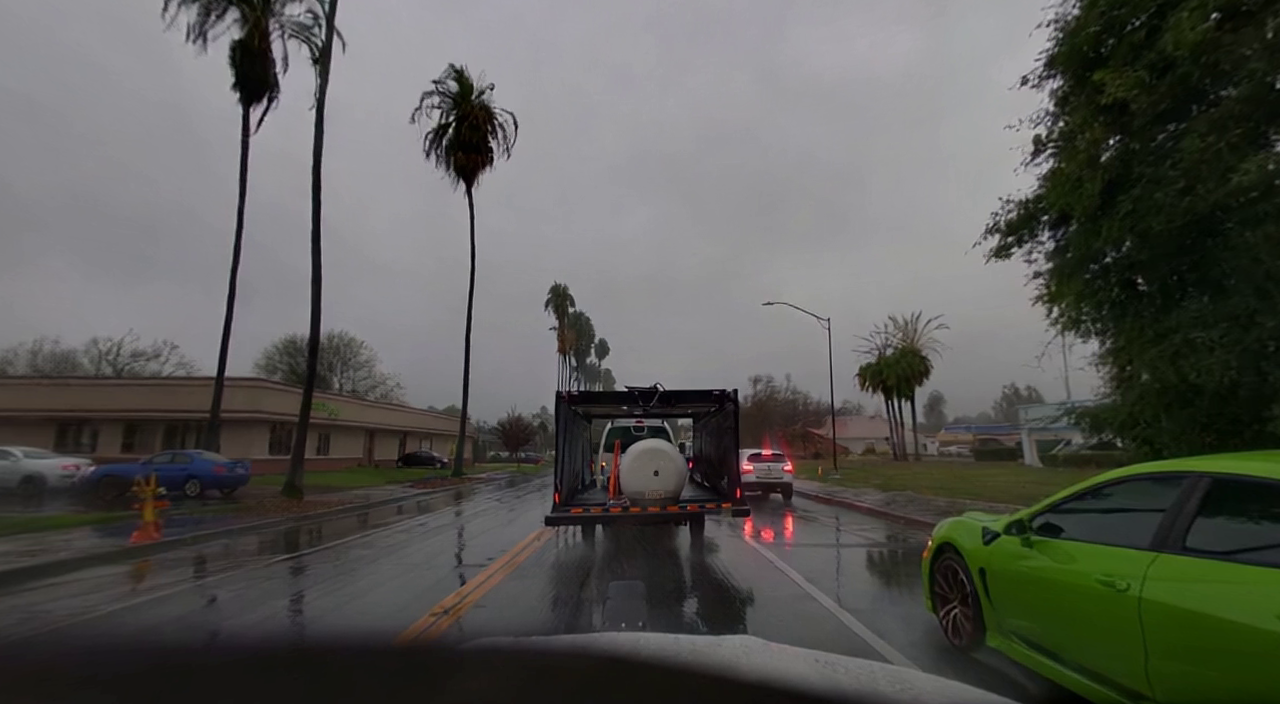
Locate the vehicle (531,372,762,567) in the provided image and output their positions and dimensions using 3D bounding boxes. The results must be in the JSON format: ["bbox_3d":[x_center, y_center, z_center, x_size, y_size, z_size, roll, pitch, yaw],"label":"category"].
[{"bbox_3d":[0.094,1.871,10.789,2.728,2.305,6.506,0,-8,0],"label":"vehicle"}]

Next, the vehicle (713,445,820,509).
[{"bbox_3d":[3.239,3.279,16.974,2.010,1.499,4.107,0,-8,-1],"label":"vehicle"}]

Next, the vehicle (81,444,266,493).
[{"bbox_3d":[-15.096,3.764,20.531,4.490,1.500,1.875,0,-9,-1],"label":"vehicle"}]

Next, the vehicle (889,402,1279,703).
[{"bbox_3d":[3.094,0.995,2.456,2.171,1.520,4.853,0,-8,-1],"label":"vehicle"}]

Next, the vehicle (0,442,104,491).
[{"bbox_3d":[-20.450,3.663,20.235,4.706,1.468,1.817,0,-9,2],"label":"vehicle"}]
